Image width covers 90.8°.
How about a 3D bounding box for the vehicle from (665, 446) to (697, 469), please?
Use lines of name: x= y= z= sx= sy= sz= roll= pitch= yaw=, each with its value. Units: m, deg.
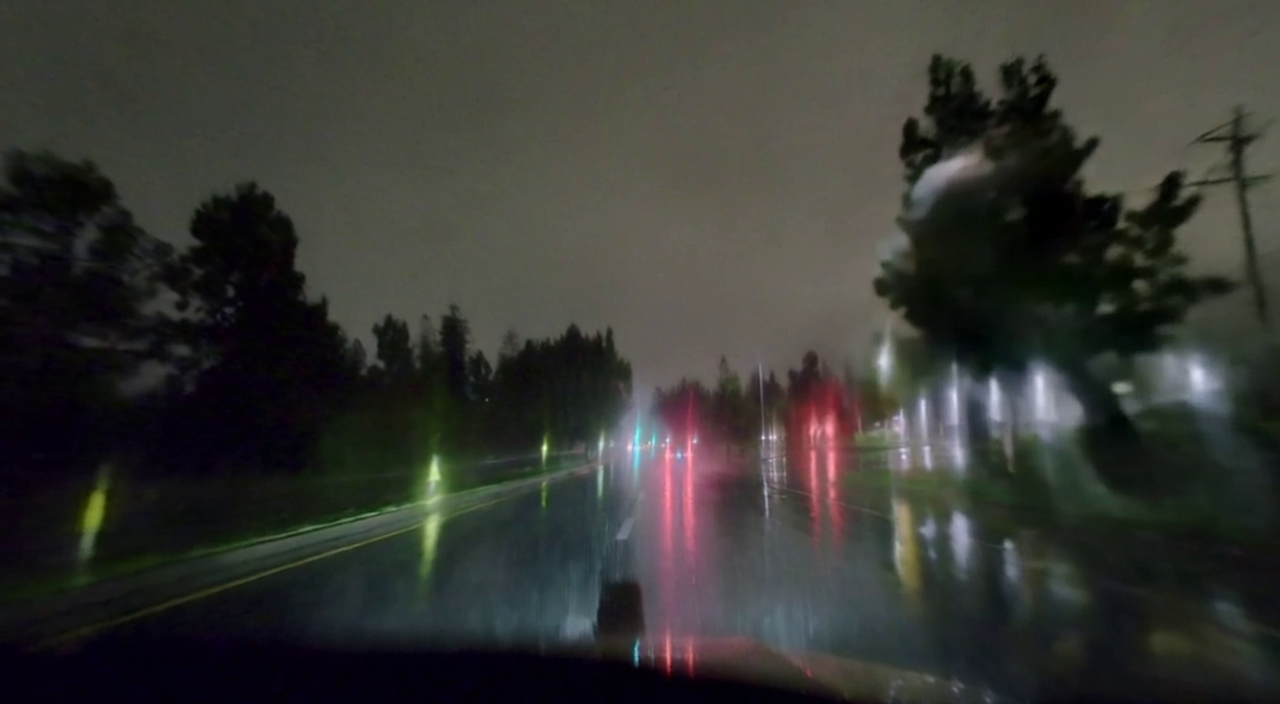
vehicle: x=2.773 y=7.211 z=43.486 sx=1.925 sy=1.488 sz=4.271 roll=0 pitch=-8 yaw=0
